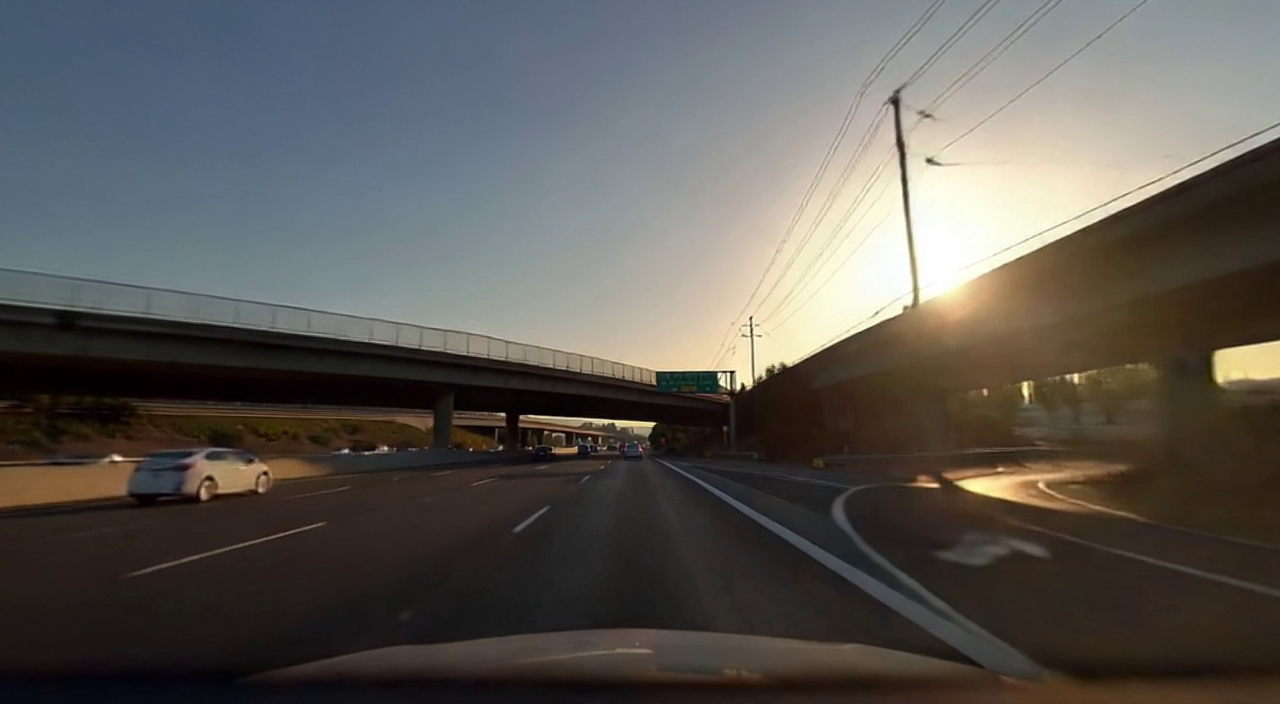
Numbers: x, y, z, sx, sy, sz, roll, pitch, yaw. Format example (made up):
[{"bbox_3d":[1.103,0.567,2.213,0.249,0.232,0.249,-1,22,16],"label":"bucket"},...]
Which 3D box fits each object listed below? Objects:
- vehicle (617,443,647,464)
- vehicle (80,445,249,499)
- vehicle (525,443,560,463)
[{"bbox_3d":[-0.614,7.416,46.503,2.086,1.472,4.168,0,-8,-2],"label":"vehicle"},{"bbox_3d":[-14.768,3.711,20.061,1.969,1.486,4.395,0,-8,-1],"label":"vehicle"},{"bbox_3d":[-7.441,7.755,48.793,1.994,1.487,4.605,0,-8,0],"label":"vehicle"}]
